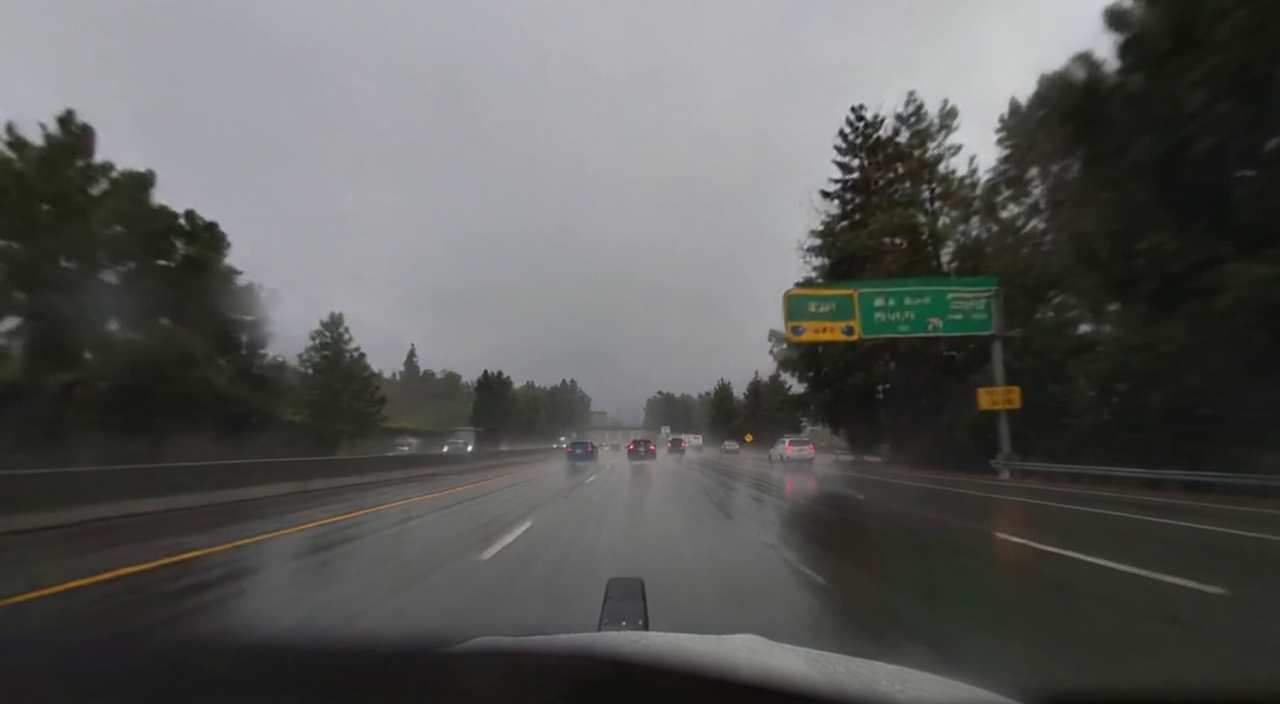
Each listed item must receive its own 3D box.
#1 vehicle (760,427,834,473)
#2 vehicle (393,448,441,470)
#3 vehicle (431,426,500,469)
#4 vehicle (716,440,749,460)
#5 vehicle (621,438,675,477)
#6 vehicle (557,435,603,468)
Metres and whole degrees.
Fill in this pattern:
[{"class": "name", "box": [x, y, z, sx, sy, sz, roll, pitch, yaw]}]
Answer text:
[{"class": "vehicle", "box": [7.159, 4.538, 29.366, 2.094, 1.916, 5.099, 0, -8, -1]}, {"class": "vehicle", "box": [-16.059, 7.725, 45.666, 1.845, 1.507, 4.187, 0, -8, 2]}, {"class": "vehicle", "box": [-12.486, 6.917, 45.872, 2.779, 2.896, 7.441, 0, -8, 0]}, {"class": "vehicle", "box": [7.103, 7.582, 48.861, 1.894, 1.511, 4.148, 0, -8, -1]}, {"class": "vehicle", "box": [0.292, 4.324, 26.071, 2.071, 1.464, 4.162, 0, -8, 0]}, {"class": "vehicle", "box": [-3.348, 5.655, 36.058, 2.140, 1.720, 4.410, 0, -8, 1]}]
